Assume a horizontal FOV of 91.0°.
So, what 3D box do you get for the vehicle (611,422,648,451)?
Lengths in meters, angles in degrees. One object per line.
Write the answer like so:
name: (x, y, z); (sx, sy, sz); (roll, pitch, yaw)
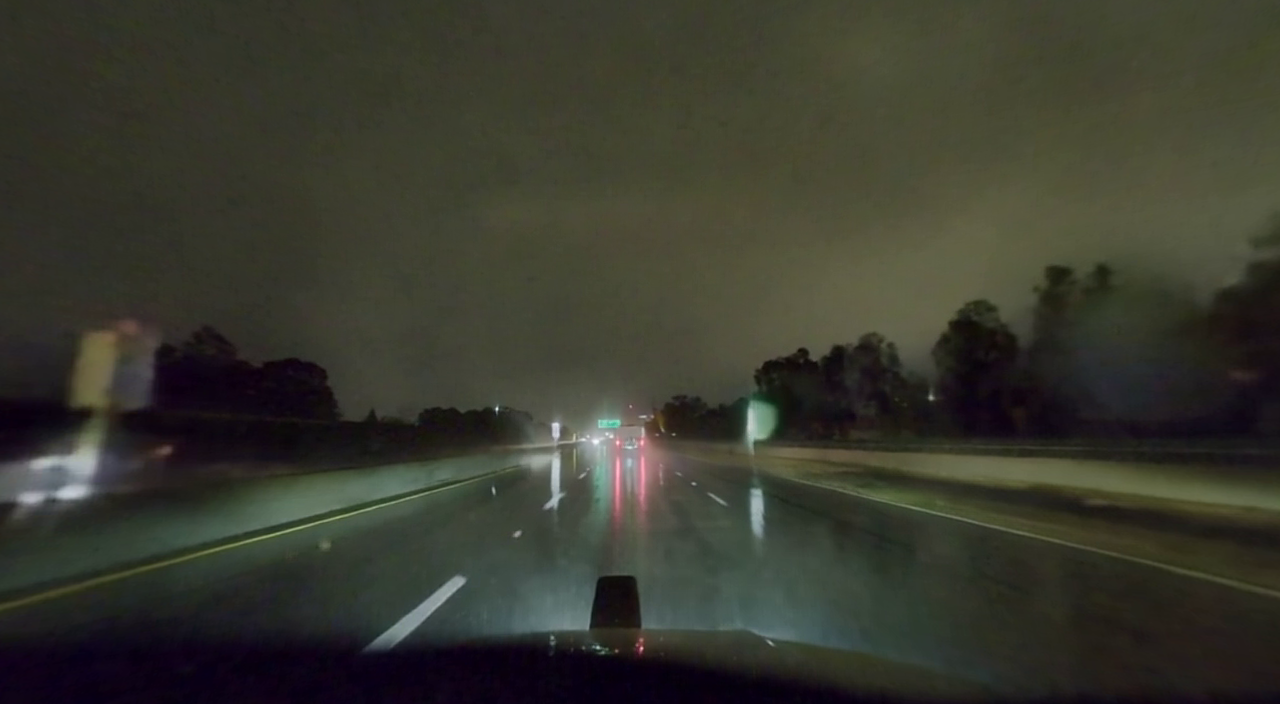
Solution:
vehicle: (-0.737, 5.314, 39.345); (2.157, 1.647, 4.524); (0, -8, -3)
